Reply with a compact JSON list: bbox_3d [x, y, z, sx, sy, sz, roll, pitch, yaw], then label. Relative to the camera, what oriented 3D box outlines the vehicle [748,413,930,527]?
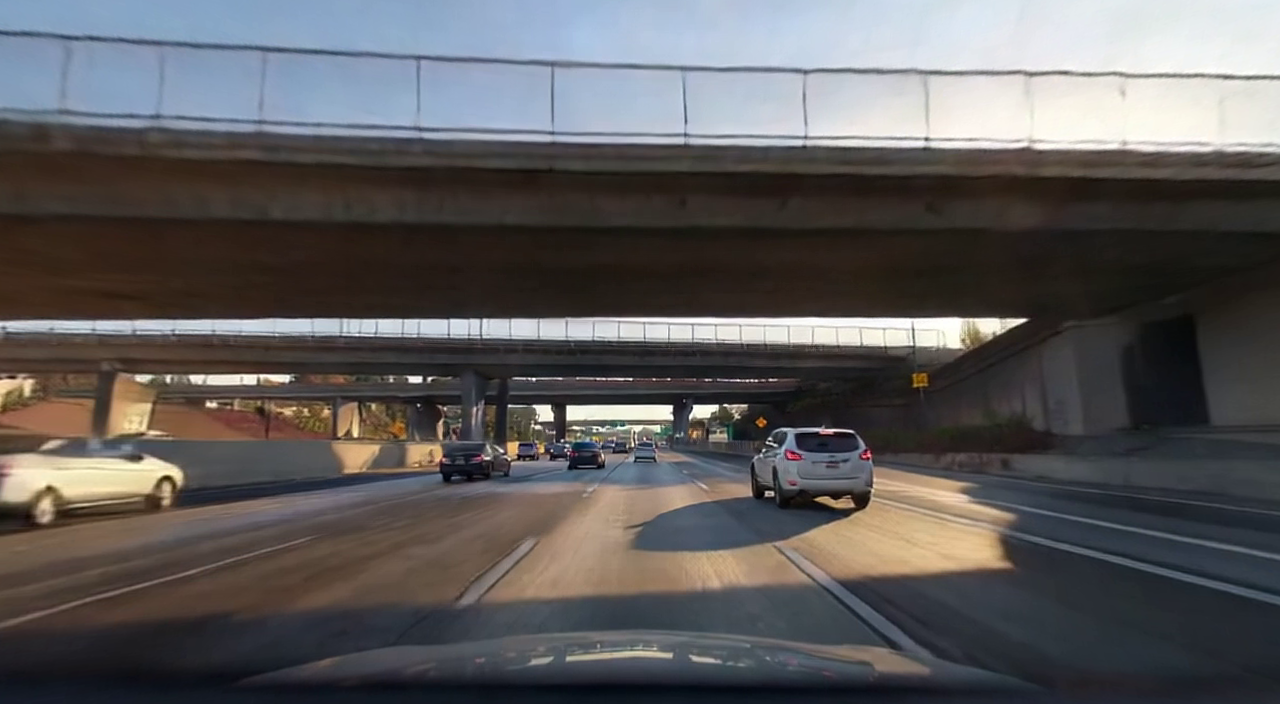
[{"bbox_3d":[3.641,2.259,12.639,2.083,1.823,4.627,0,-8,-1],"label":"vehicle"}]

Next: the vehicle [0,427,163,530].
[{"bbox_3d":[-11.724,2.259,11.506,2.076,1.701,5.093,0,-8,0],"label":"vehicle"}]

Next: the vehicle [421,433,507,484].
[{"bbox_3d":[-6.365,3.898,23.321,1.946,1.688,4.019,0,-8,1],"label":"vehicle"}]

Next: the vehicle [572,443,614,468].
[{"bbox_3d":[-2.794,6.291,38.589,2.205,1.406,4.286,0,-8,1],"label":"vehicle"}]

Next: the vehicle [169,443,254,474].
[{"bbox_3d":[-23.278,5.772,34.459,1.717,1.566,4.303,0,-8,-2],"label":"vehicle"}]

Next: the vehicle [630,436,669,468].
[{"bbox_3d":[0.565,5.706,36.184,2.133,1.739,3.925,0,-8,2],"label":"vehicle"}]
